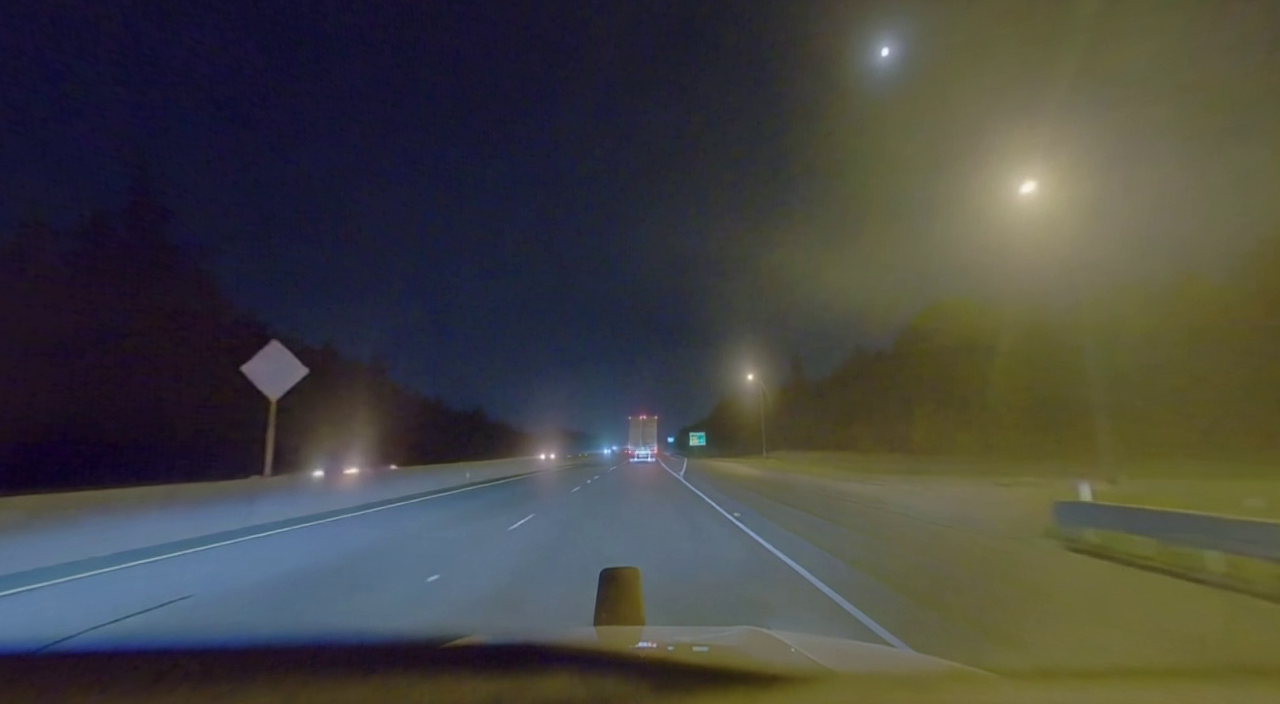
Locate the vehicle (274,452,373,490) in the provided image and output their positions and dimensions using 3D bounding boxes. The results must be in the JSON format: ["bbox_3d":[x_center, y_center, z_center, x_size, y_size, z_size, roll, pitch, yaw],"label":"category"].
[{"bbox_3d":[-13.382,5.042,27.051,1.893,1.421,4.469,0,-9,1],"label":"vehicle"}]
